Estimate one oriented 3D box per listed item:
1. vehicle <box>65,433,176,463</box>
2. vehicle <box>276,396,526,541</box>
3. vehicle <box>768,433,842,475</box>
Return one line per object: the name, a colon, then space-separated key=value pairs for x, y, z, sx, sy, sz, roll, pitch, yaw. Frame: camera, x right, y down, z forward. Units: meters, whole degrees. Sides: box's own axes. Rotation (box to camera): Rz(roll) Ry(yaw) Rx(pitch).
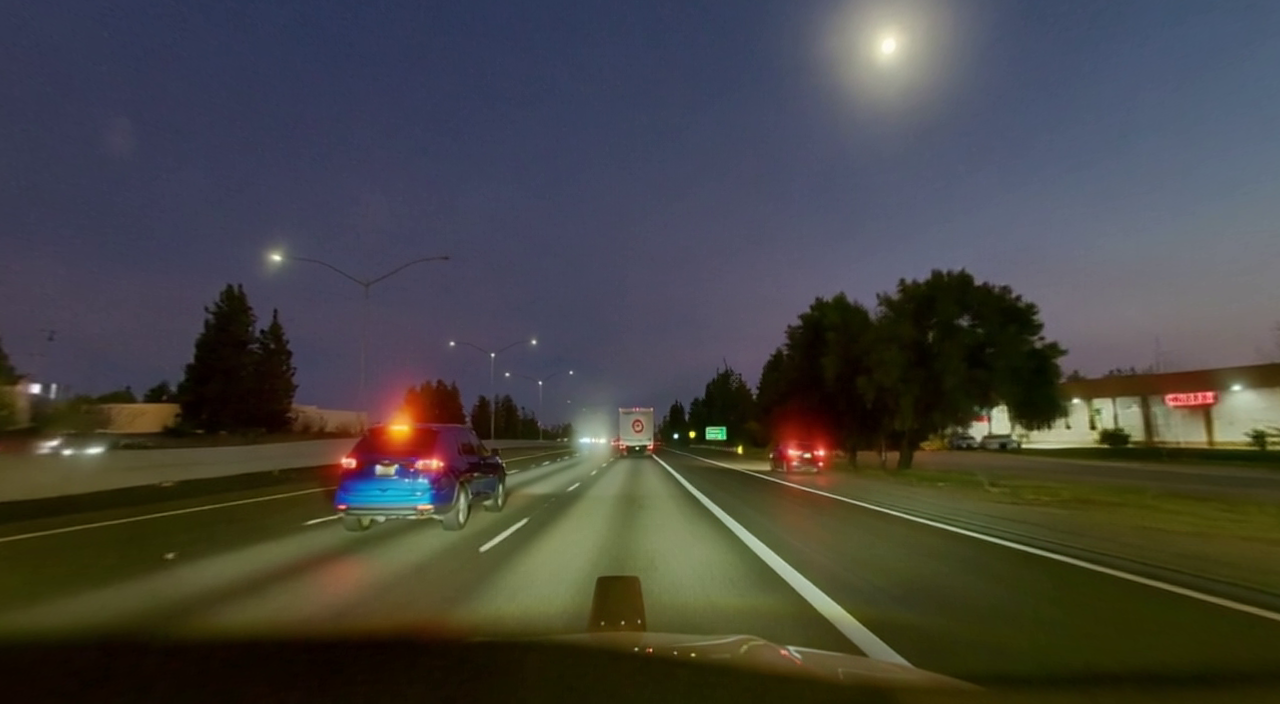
vehicle: x=-29.045 y=5.414 z=35.334 sx=2.159 sy=1.556 sz=4.729 roll=0 pitch=-8 yaw=1
vehicle: x=-3.506 y=1.847 z=10.542 sx=2.178 sy=1.826 sz=4.933 roll=0 pitch=-8 yaw=1
vehicle: x=7.028 y=4.378 z=27.142 sx=1.958 sy=1.681 sz=4.109 roll=0 pitch=-8 yaw=-2
